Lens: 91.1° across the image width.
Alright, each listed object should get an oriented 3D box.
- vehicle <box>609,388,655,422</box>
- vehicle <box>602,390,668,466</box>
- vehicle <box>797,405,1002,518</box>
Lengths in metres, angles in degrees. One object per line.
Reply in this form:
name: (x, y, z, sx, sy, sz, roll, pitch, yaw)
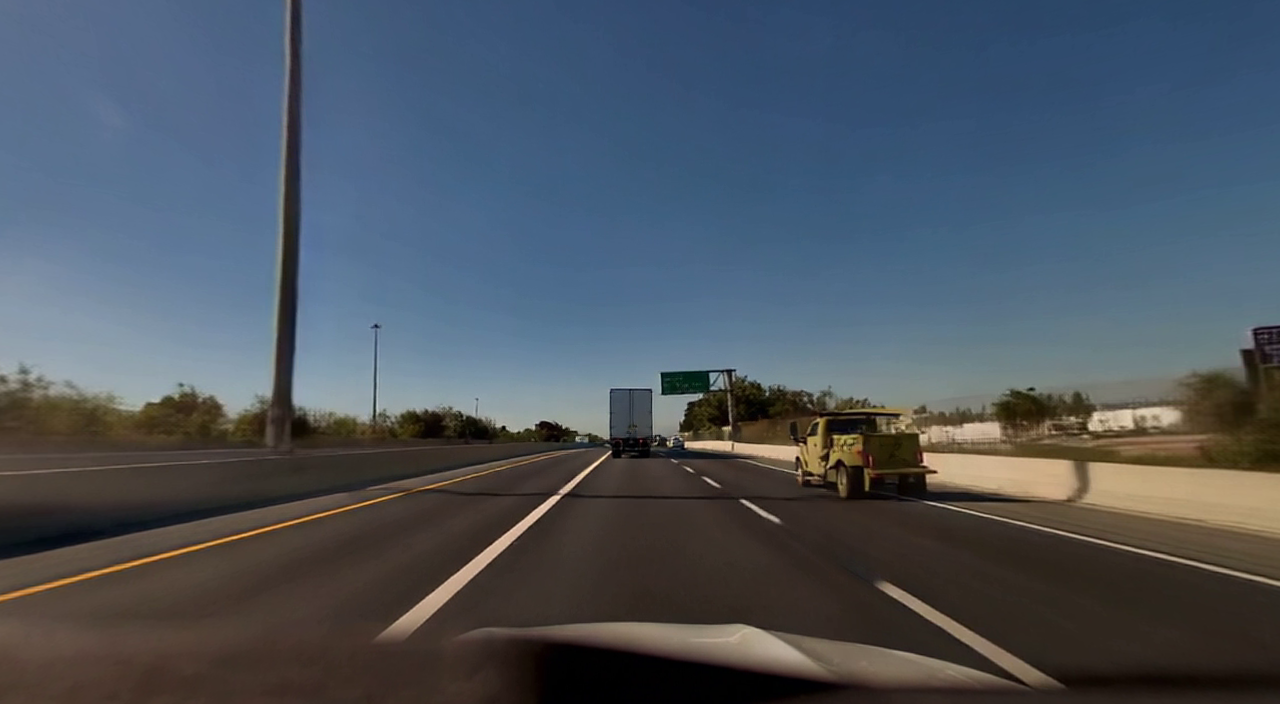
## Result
vehicle: (-0.385, 2.647, 30.801, 2.112, 1.472, 4.240, 0, -8, -1)
vehicle: (-0.499, 4.196, 35.193, 2.953, 3.406, 13.372, 1, -7, -2)
vehicle: (4.818, 2.089, 12.615, 2.091, 1.829, 4.625, 0, -8, -1)
